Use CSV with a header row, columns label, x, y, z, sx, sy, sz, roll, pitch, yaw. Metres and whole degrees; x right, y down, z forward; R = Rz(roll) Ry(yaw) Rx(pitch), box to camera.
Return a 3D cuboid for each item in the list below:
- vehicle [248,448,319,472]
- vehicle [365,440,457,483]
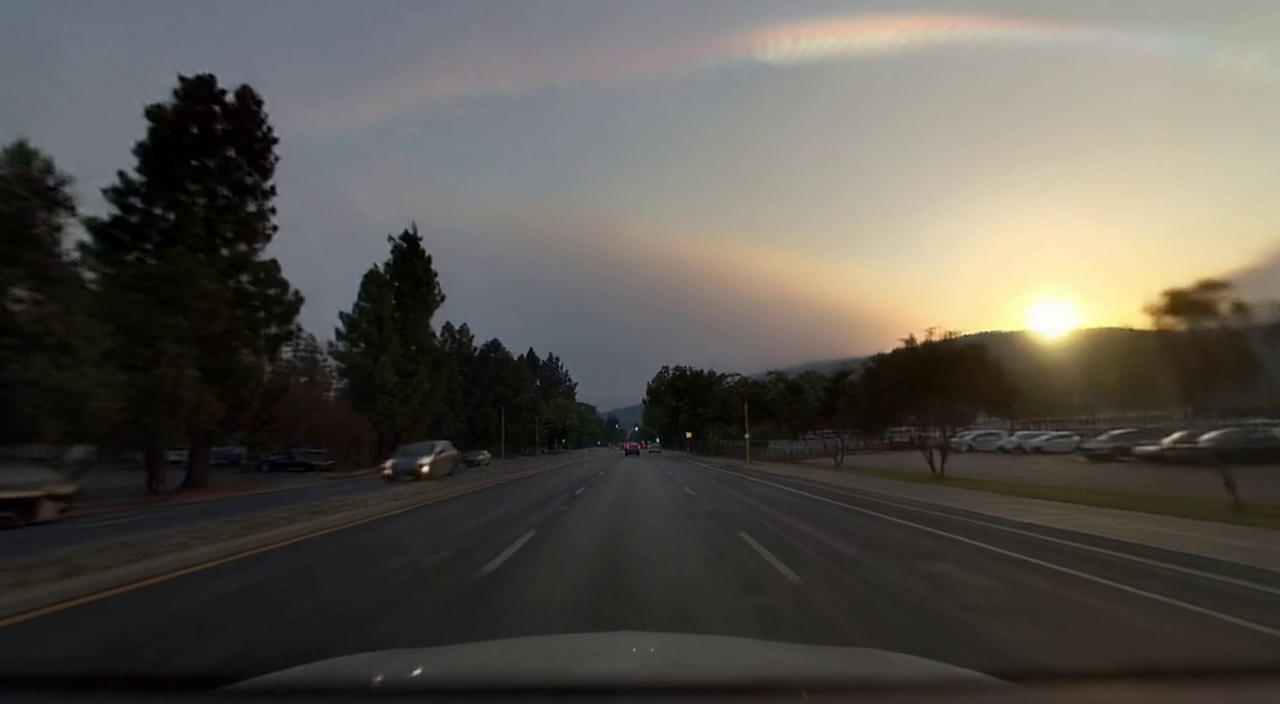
label,x,y,z,sx,sy,sz,roll,pitch,yaw
vehicle,-24.559,7.456,43.632,3.658,1.605,1.985,0,-9,0
vehicle,-9.856,4.742,27.642,2.365,1.697,4.391,0,-8,0
